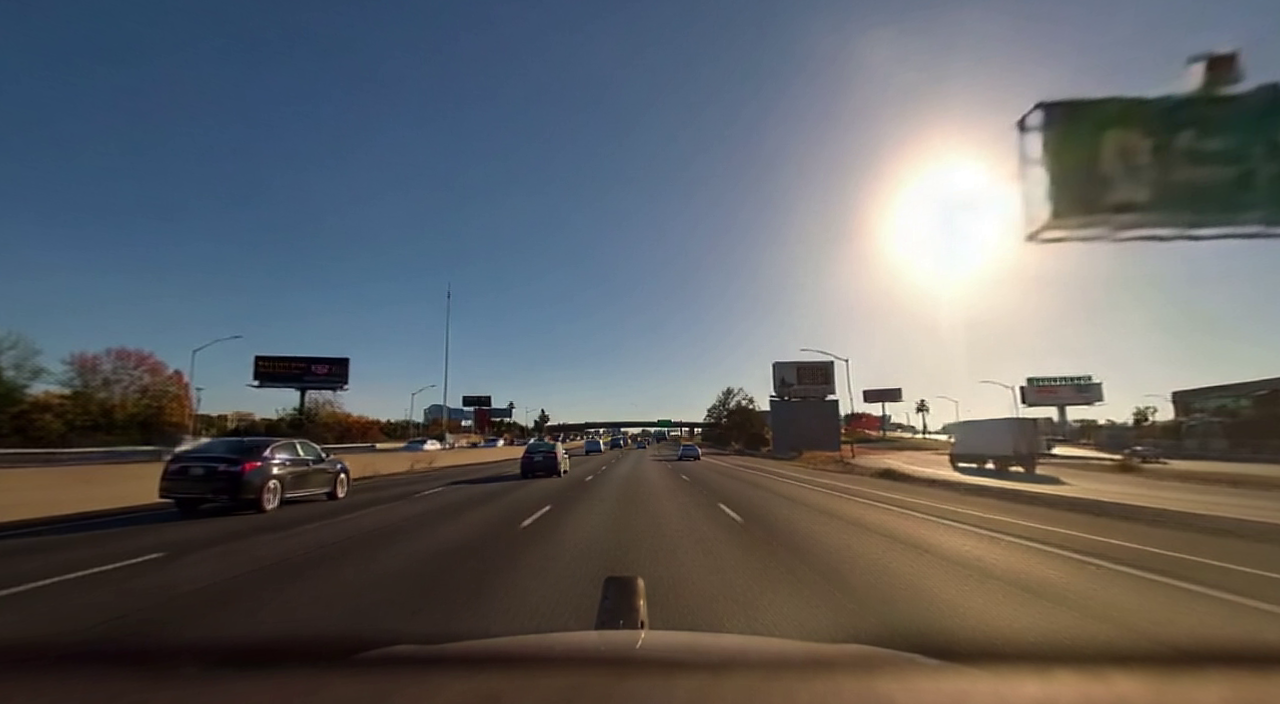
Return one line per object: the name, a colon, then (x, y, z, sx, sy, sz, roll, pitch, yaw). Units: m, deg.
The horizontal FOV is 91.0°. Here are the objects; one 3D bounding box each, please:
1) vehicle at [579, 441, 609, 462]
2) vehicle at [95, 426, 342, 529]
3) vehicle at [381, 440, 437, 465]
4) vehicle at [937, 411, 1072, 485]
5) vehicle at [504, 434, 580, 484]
vehicle: (-3.495, 7.693, 48.713, 1.960, 1.494, 4.123, 1, -9, 1)
vehicle: (-7.232, 2.174, 11.363, 1.865, 1.518, 3.620, 1, -9, 1)
vehicle: (-15.544, 6.775, 42.686, 1.924, 1.537, 4.772, 1, -9, 1)
vehicle: (19.773, 5.317, 35.046, 2.958, 3.538, 8.761, 0, -9, 5)
vehicle: (-3.365, 3.774, 22.437, 2.001, 1.577, 4.055, 1, -9, 1)
